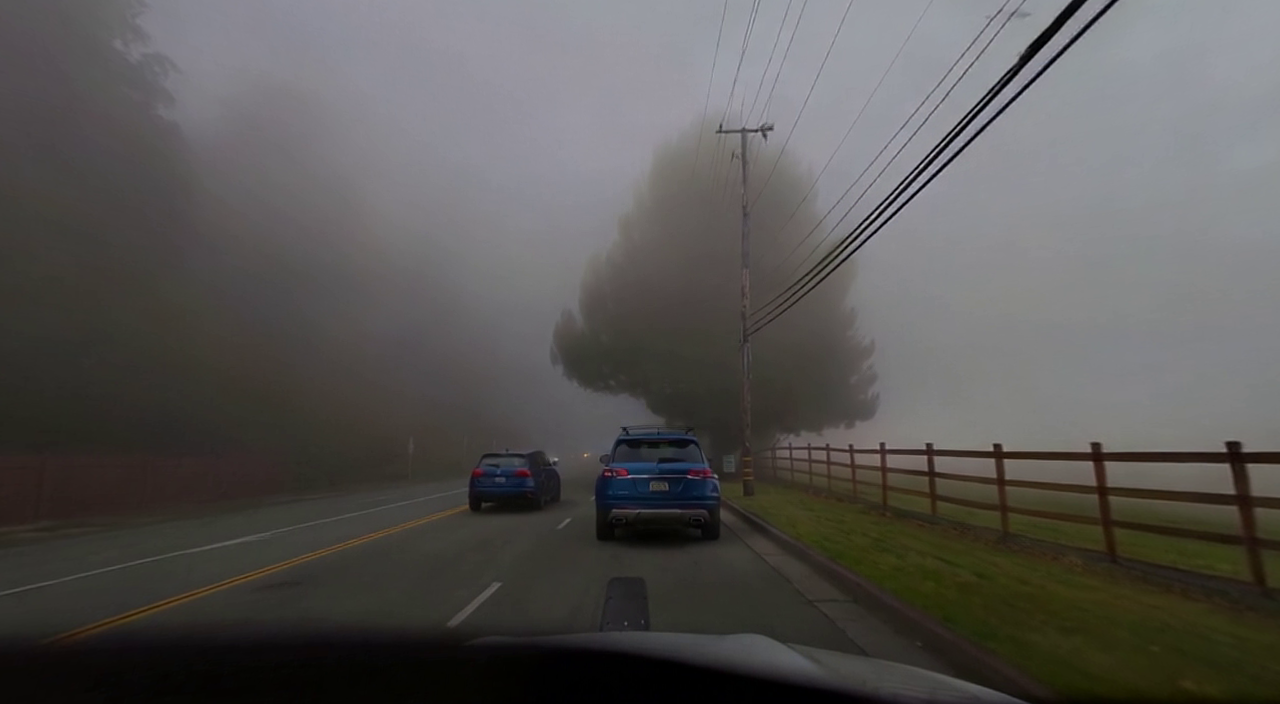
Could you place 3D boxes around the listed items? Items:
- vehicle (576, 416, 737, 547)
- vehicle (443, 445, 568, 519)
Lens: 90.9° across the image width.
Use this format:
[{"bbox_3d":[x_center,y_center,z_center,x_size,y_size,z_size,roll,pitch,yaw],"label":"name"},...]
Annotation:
[{"bbox_3d":[0.253,2.073,10.683,2.174,1.749,4.113,0,-9,1],"label":"vehicle"},{"bbox_3d":[-2.954,2.939,14.816,1.979,1.489,4.006,0,-9,1],"label":"vehicle"}]
